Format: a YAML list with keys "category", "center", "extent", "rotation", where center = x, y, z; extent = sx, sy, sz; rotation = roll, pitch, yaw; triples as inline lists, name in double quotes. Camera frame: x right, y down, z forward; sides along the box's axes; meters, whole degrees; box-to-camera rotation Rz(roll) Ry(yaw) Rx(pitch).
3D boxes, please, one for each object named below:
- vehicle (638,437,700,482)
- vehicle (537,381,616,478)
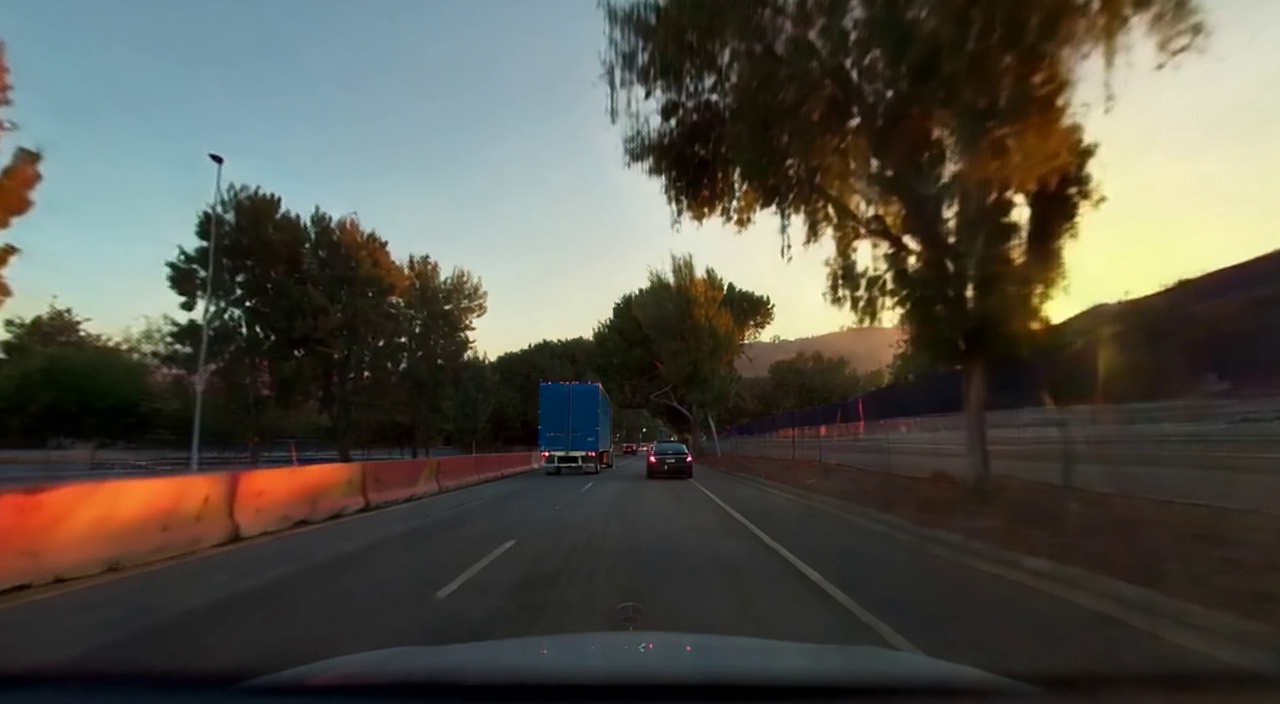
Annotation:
- category: "vehicle"
  center: [1.103, 4.368, 25.950]
  extent: [2.304, 1.675, 4.462]
  rotation: [0, -8, 0]
- category: "vehicle"
  center: [-2.993, 4.442, 34.728]
  extent: [2.906, 4.115, 15.715]
  rotation: [0, -8, 0]
